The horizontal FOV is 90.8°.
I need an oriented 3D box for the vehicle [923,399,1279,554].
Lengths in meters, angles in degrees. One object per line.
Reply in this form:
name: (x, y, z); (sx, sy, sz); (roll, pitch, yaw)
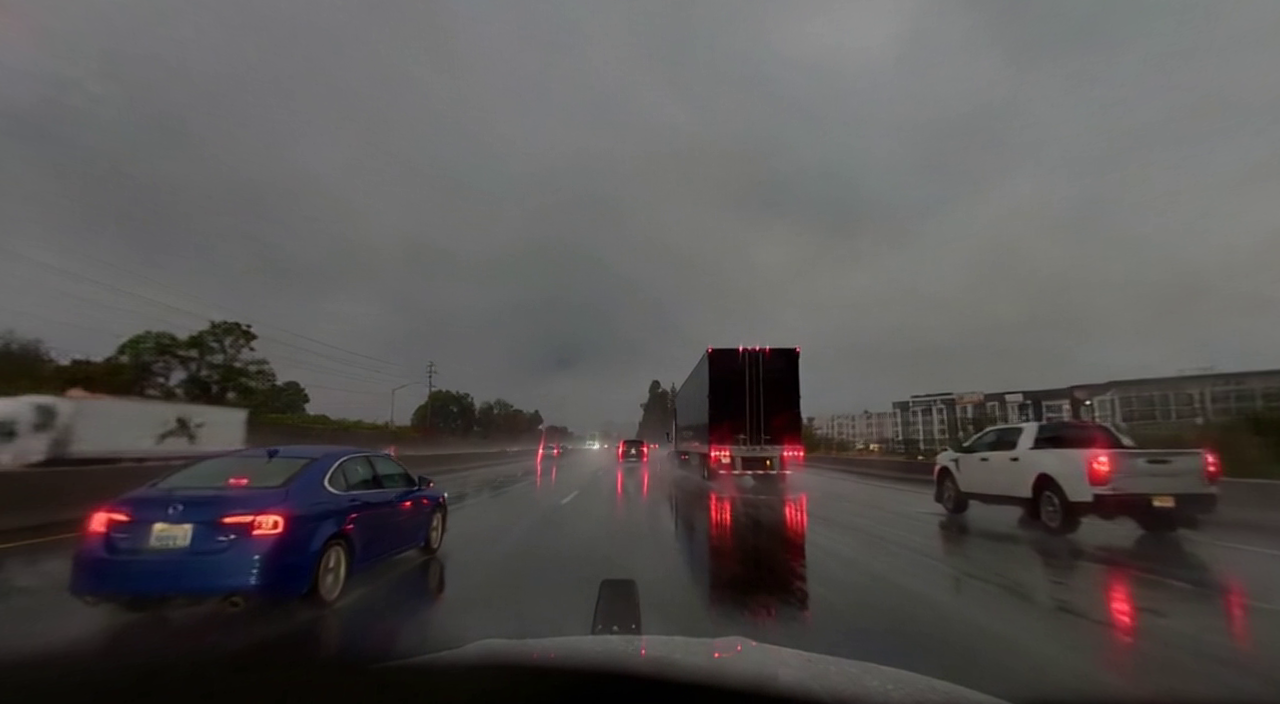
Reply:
vehicle: (6.909, 1.868, 10.155); (2.106, 1.795, 5.489); (0, -9, -1)

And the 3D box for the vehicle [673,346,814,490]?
vehicle: (3.310, 2.988, 25.422); (2.876, 4.086, 15.117); (0, -9, -1)

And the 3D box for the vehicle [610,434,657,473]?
vehicle: (-0.338, 5.157, 32.224); (2.203, 1.805, 4.358); (0, -9, -1)

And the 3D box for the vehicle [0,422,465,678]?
vehicle: (-3.199, 1.454, 5.849); (1.864, 1.406, 4.544); (0, -9, 0)
